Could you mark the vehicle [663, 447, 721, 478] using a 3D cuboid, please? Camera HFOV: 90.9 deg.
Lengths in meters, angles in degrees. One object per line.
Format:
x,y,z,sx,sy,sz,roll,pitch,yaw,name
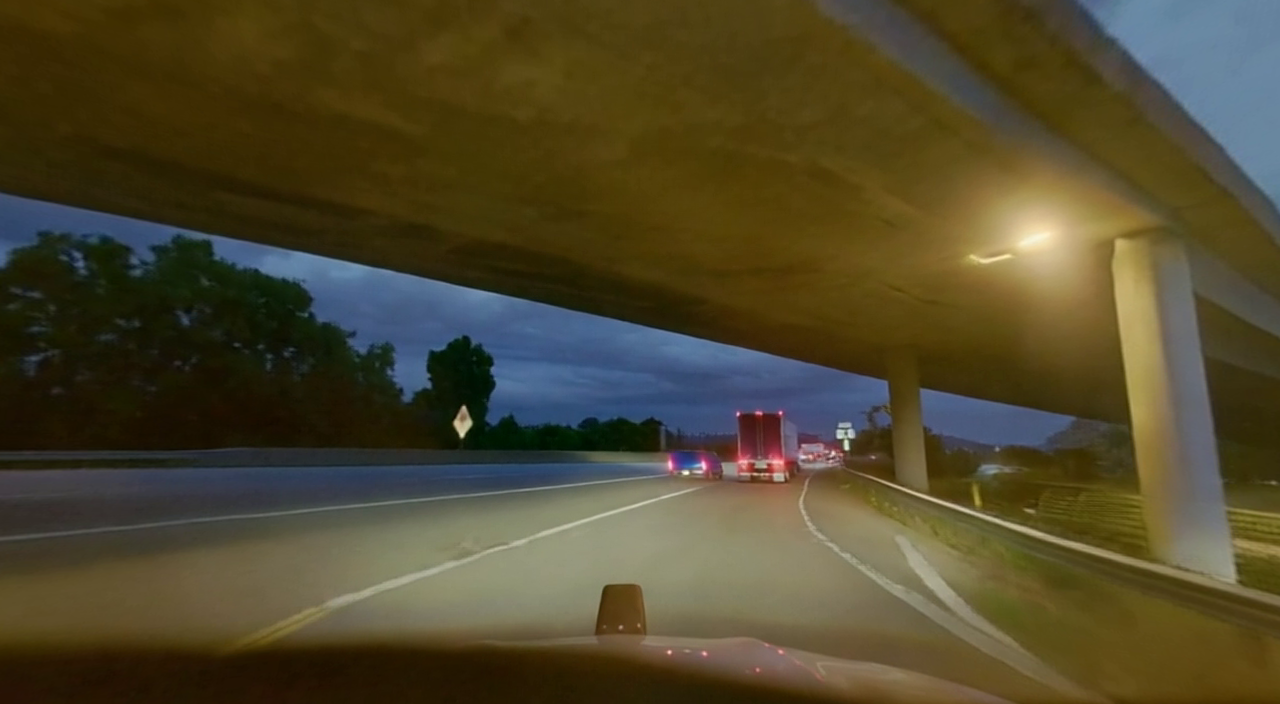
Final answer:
2.738,5.633,32.342,1.940,1.444,4.024,-3,-9,19,vehicle
